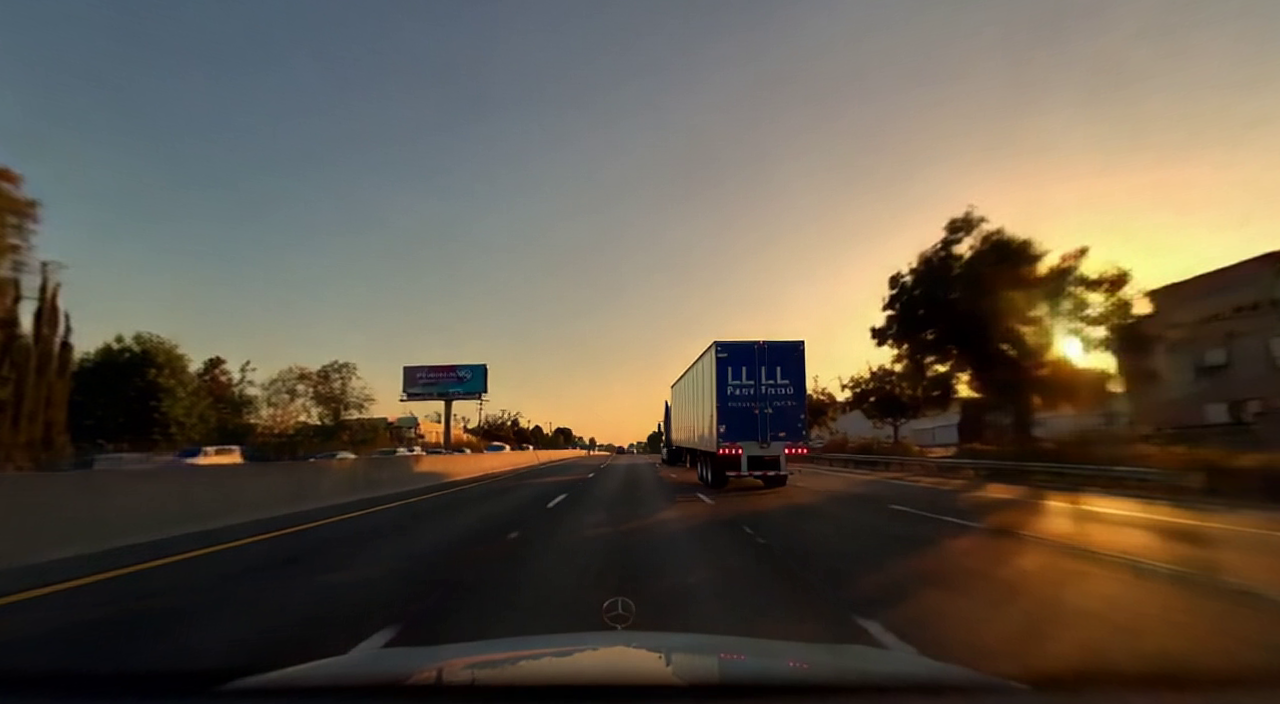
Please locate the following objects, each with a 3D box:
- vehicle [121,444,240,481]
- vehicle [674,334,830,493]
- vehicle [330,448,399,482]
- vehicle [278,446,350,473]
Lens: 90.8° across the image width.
[{"bbox_3d":[-22.148,5.336,30.769,2.137,1.618,5.008,0,-9,-1],"label":"vehicle"},{"bbox_3d":[3.493,2.929,25.898,2.891,4.387,17.121,0,-9,-1],"label":"vehicle"},{"bbox_3d":[-11.264,4.613,26.030,1.439,1.299,3.155,0,-9,-1],"label":"vehicle"},{"bbox_3d":[-18.682,6.164,36.440,1.933,1.487,4.220,0,-9,-1],"label":"vehicle"}]
